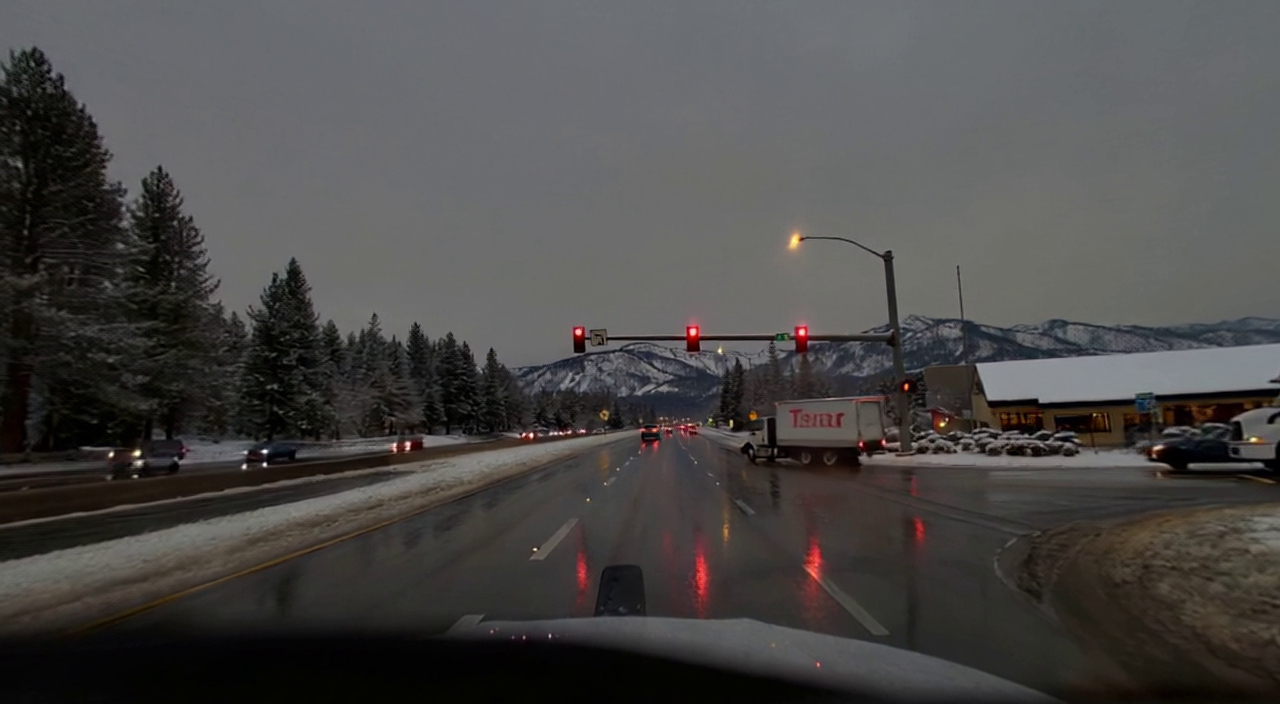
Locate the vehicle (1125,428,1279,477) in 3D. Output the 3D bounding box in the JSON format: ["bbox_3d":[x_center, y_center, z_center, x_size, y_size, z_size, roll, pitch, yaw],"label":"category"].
[{"bbox_3d":[19.103,3.289,20.598,4.508,1.493,1.907,-2,-9,14],"label":"vehicle"}]

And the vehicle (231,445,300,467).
[{"bbox_3d":[-26.194,7.254,44.093,1.868,1.469,4.746,0,-9,1],"label":"vehicle"}]

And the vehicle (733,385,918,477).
[{"bbox_3d":[7.746,3.505,27.281,3.237,3.414,7.088,6,-10,-35],"label":"vehicle"}]

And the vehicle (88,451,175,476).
[{"bbox_3d":[-35.473,7.747,43.934,1.902,1.558,4.384,-2,-9,13],"label":"vehicle"}]
